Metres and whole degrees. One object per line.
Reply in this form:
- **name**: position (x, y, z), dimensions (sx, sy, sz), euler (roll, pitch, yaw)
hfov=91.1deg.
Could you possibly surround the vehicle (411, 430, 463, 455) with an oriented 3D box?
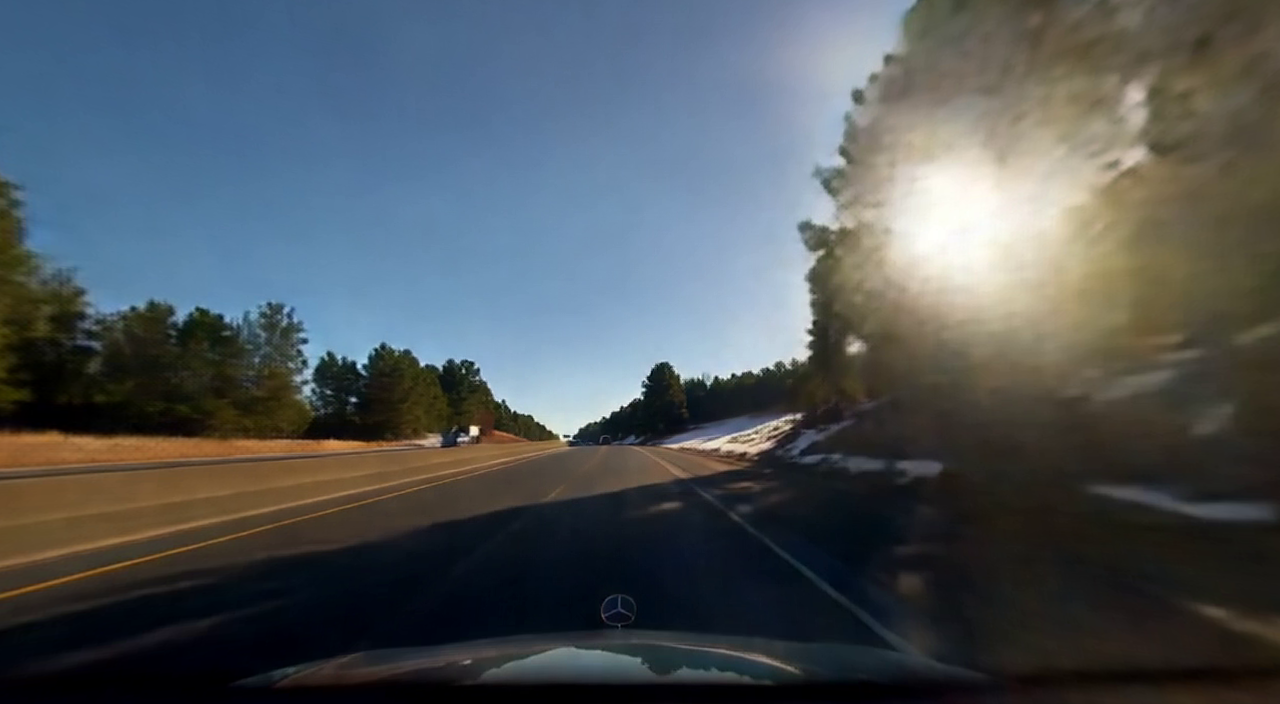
- **vehicle**: position (-15.375, 6.858, 47.924), dimensions (2.449, 1.764, 4.695), euler (0, -8, -1)
